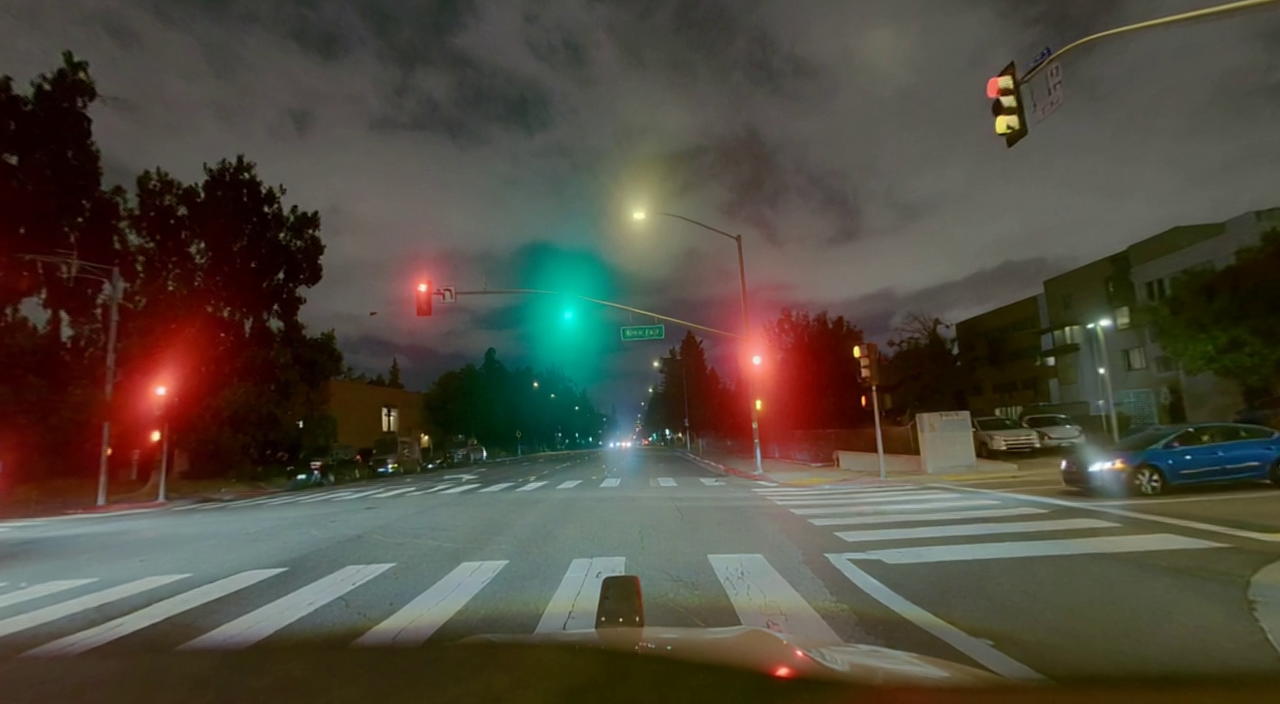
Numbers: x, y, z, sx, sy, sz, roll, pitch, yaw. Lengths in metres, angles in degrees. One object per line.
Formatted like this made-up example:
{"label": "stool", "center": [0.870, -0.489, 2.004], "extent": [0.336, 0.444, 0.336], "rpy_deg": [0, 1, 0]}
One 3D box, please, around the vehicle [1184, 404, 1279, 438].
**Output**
{"label": "vehicle", "center": [34.789, 4.019, 36.651], "extent": [4.326, 1.511, 1.725], "rpy_deg": [-8, -9, 17]}

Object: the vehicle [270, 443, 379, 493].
{"label": "vehicle", "center": [-13.790, 5.066, 28.052], "extent": [2.306, 1.957, 4.968], "rpy_deg": [0, -9, -1]}

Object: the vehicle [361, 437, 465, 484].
{"label": "vehicle", "center": [-10.172, 4.923, 28.971], "extent": [2.664, 1.940, 5.702], "rpy_deg": [0, -9, 0]}

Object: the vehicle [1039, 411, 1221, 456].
{"label": "vehicle", "center": [16.923, 2.908, 22.128], "extent": [4.560, 1.453, 1.851], "rpy_deg": [-3, -9, 18]}
